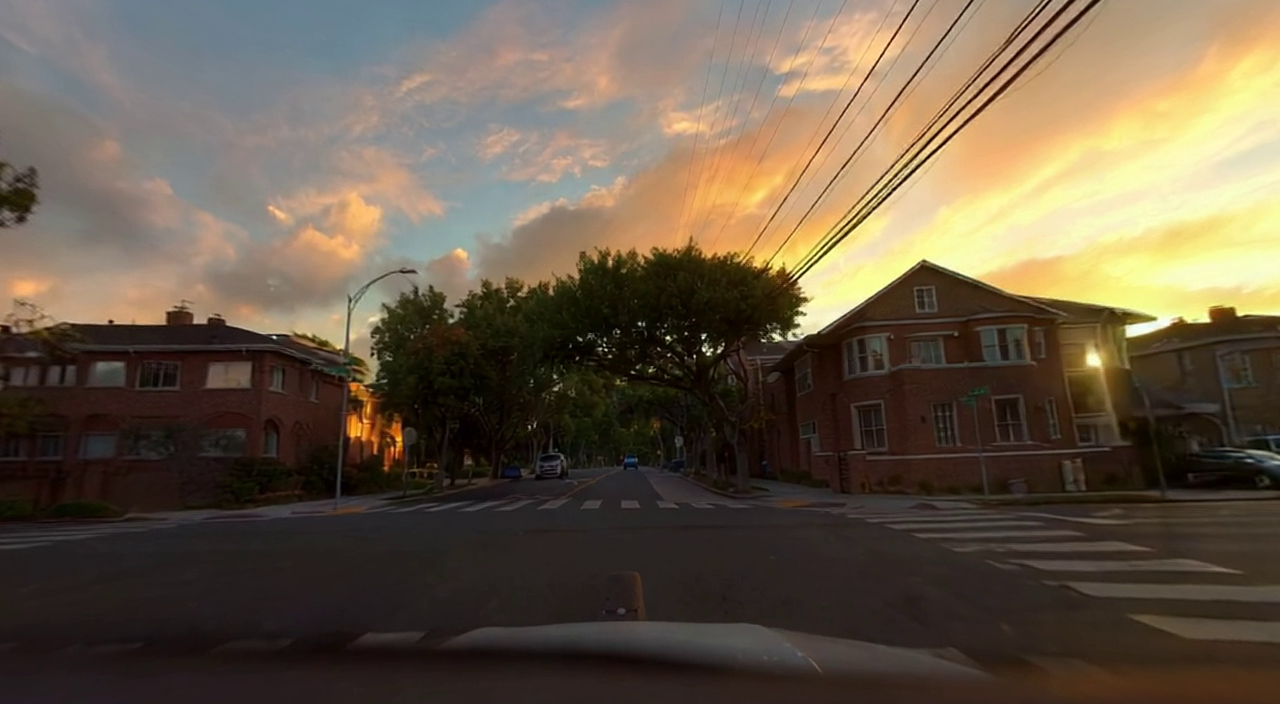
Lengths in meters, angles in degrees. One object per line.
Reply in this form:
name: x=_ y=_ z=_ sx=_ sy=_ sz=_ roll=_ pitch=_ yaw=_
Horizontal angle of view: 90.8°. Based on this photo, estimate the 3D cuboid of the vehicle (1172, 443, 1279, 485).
vehicle: x=23.328 y=4.222 z=24.094 sx=1.841 sy=1.448 sz=4.688 roll=0 pitch=-9 yaw=-2

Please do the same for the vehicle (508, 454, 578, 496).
vehicle: x=-3.722 y=4.817 z=25.060 sx=2.102 sy=1.463 sz=4.024 roll=0 pitch=-9 yaw=1
